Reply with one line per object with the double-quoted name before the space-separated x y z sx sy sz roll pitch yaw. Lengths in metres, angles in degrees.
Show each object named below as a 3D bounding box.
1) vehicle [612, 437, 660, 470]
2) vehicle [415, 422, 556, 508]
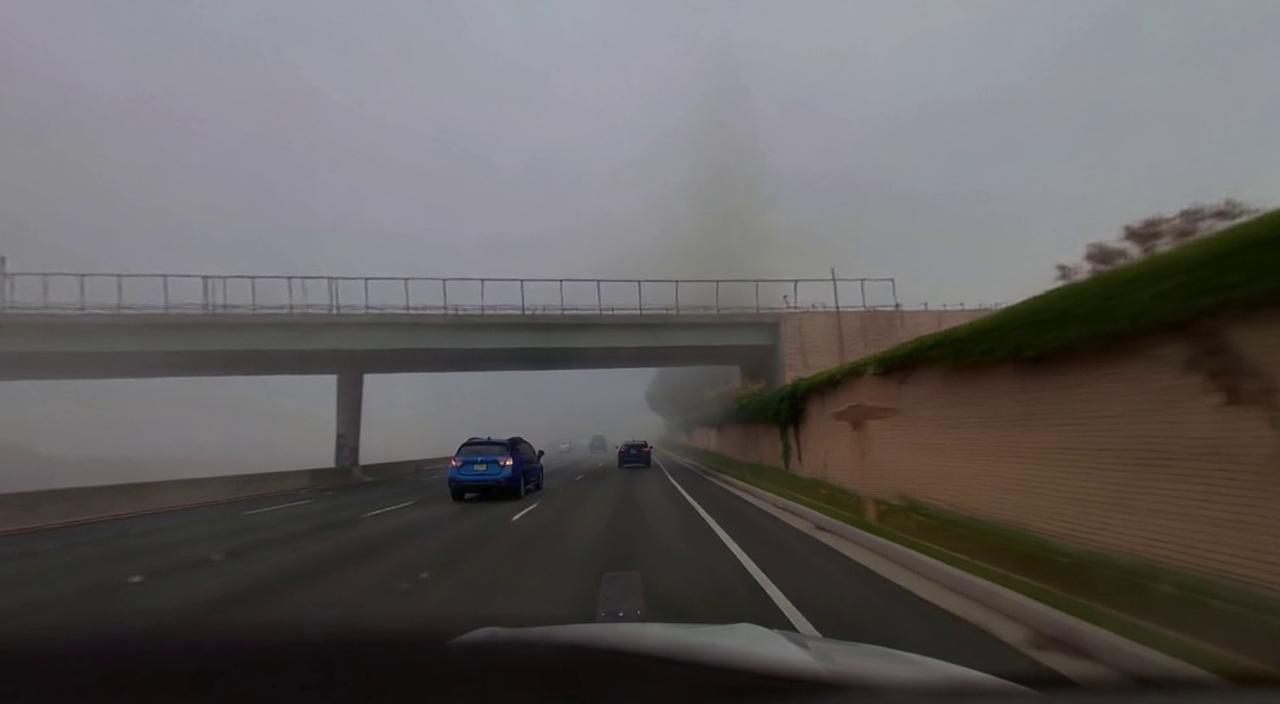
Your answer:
"vehicle" -0.200 5.003 31.347 2.205 1.509 4.272 0 -8 -1
"vehicle" -3.550 2.723 15.615 2.223 1.771 4.581 -1 -8 1
